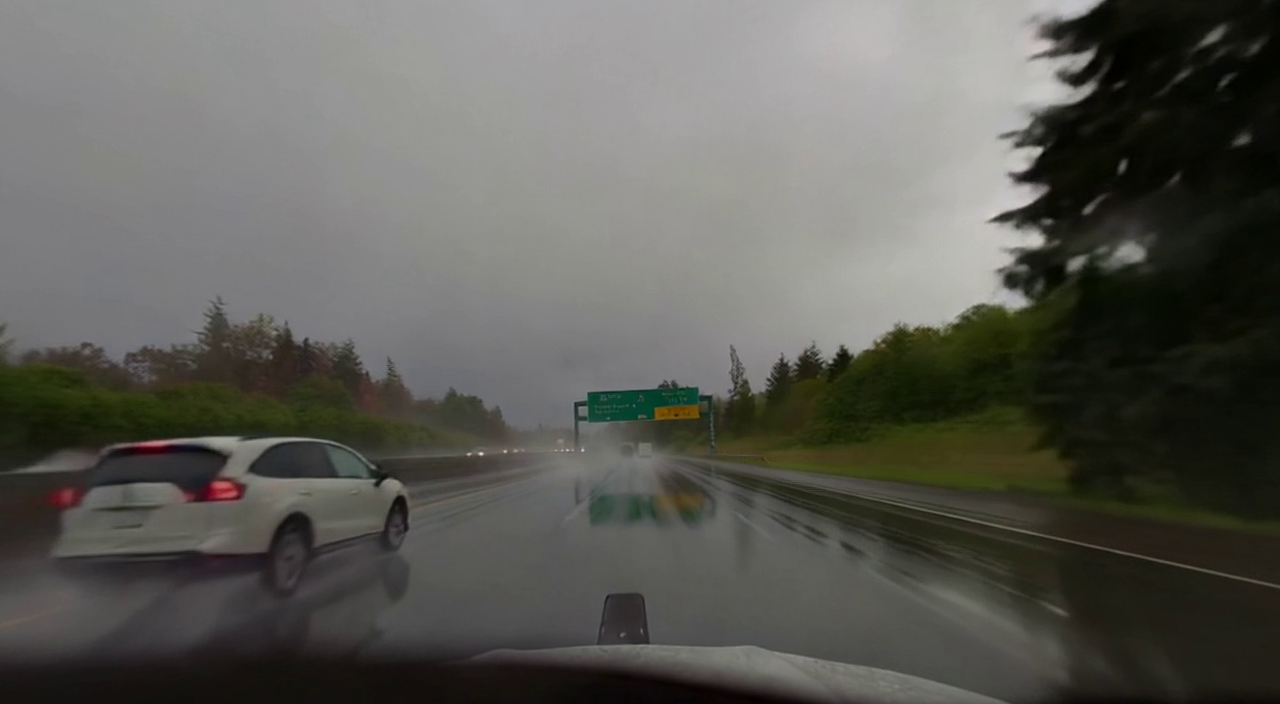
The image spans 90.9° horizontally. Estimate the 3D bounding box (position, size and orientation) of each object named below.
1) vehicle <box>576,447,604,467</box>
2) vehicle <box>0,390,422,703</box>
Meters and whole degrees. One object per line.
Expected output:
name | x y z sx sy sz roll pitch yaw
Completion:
vehicle | -3.802 8.053 48.467 1.918 1.510 4.006 0 -9 -1
vehicle | -3.608 1.312 5.142 2.028 1.584 4.481 0 -9 0
